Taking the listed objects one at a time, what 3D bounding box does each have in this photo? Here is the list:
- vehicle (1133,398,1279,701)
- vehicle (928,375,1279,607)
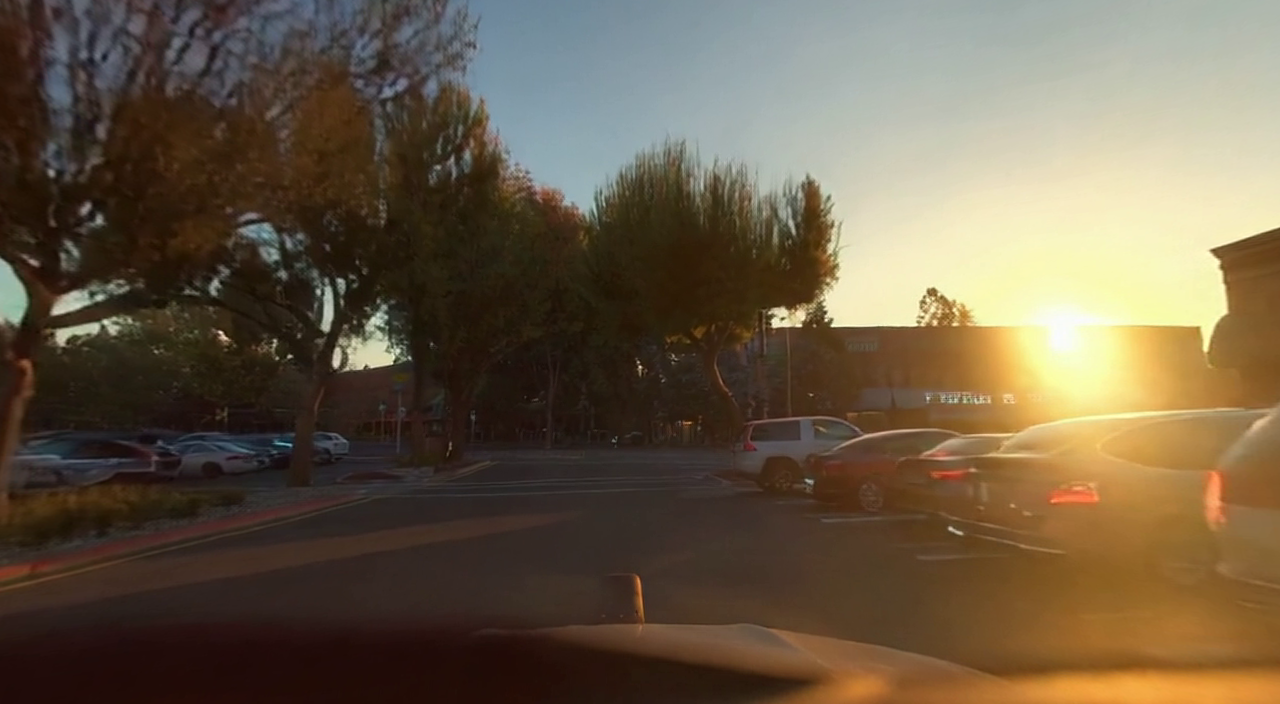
[{"bbox_3d":[5.461,0.969,3.093,4.449,1.513,2.087,0,-8,-5],"label":"vehicle"},{"bbox_3d":[5.778,1.214,6.152,4.785,1.761,2.292,0,-8,-3],"label":"vehicle"}]
